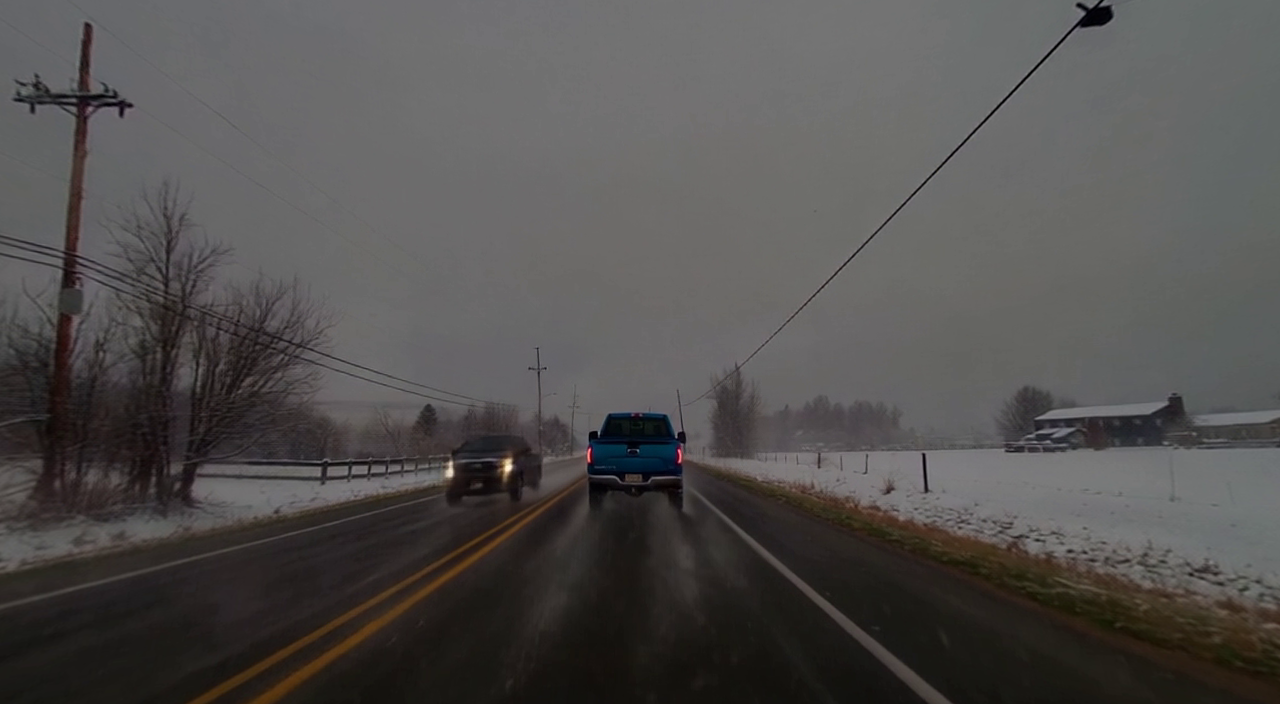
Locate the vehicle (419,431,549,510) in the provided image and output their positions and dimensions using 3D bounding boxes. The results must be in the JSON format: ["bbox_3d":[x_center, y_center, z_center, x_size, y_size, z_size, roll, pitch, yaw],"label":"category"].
[{"bbox_3d":[-3.825,3.003,16.473,2.122,1.729,4.783,0,-8,1],"label":"vehicle"}]

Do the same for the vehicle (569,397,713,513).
[{"bbox_3d":[-0.052,2.627,16.534,2.912,2.320,7.292,0,-8,-1],"label":"vehicle"}]
